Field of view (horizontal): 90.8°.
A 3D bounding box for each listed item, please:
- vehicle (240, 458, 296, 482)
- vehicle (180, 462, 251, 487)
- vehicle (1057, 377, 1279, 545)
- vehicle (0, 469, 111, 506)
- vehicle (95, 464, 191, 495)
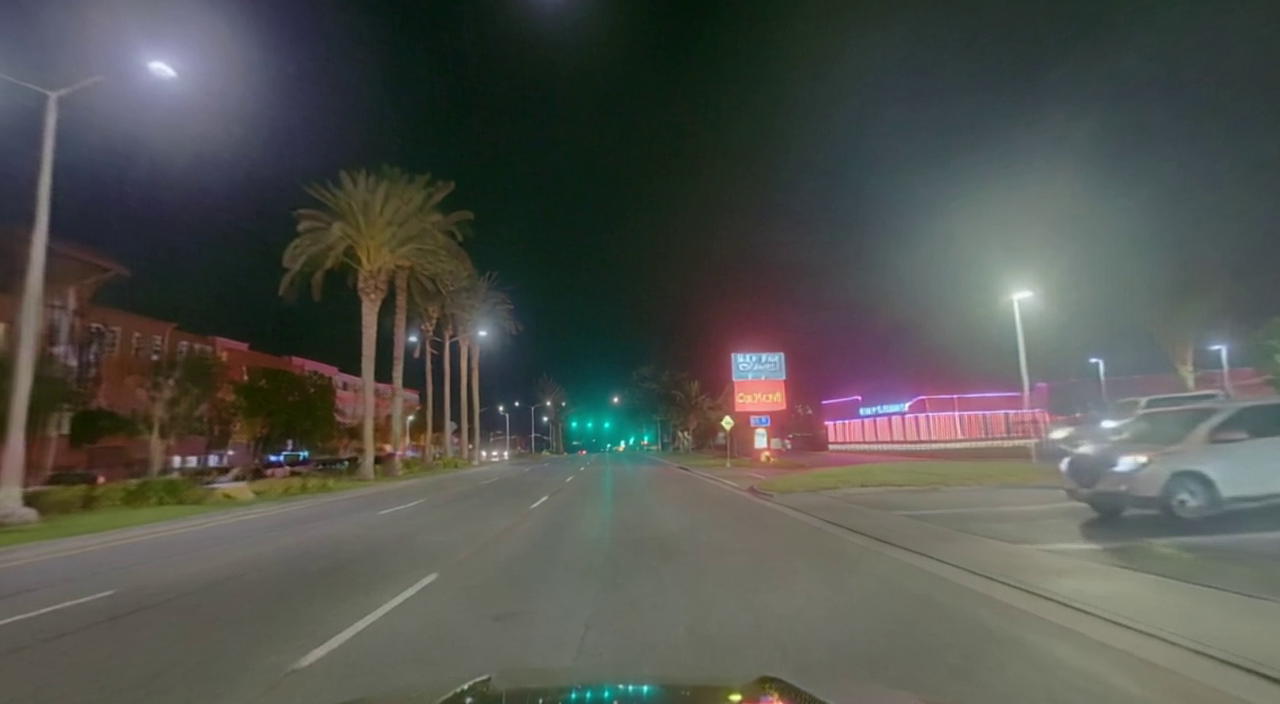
[{"bbox_3d":[-28.650,9.054,48.797,1.938,1.667,4.364,0,-9,-4],"label":"vehicle"},{"bbox_3d":[-28.382,8.185,42.414,1.807,1.446,4.605,0,-9,-3],"label":"vehicle"},{"bbox_3d":[8.982,1.688,10.208,5.154,2.026,2.257,7,-12,-41],"label":"vehicle"},{"bbox_3d":[-27.505,6.265,29.524,1.909,1.436,4.443,0,-9,-4],"label":"vehicle"},{"bbox_3d":[-27.823,7.113,35.585,1.861,1.474,4.719,0,-9,-5],"label":"vehicle"}]
